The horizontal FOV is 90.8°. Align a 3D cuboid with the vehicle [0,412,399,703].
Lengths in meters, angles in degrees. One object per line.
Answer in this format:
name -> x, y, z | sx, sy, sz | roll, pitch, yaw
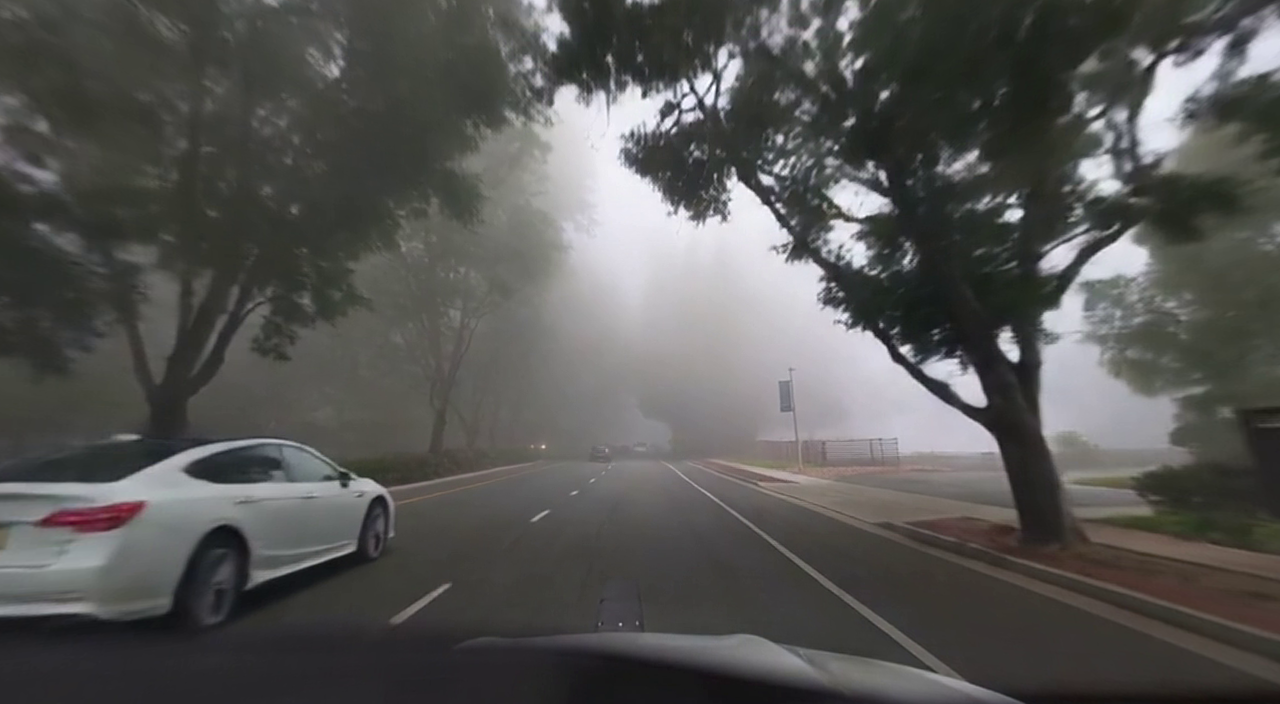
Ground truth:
vehicle -> -3.768, 1.323, 5.138 | 1.870, 1.431, 4.317 | 0, -9, 1
